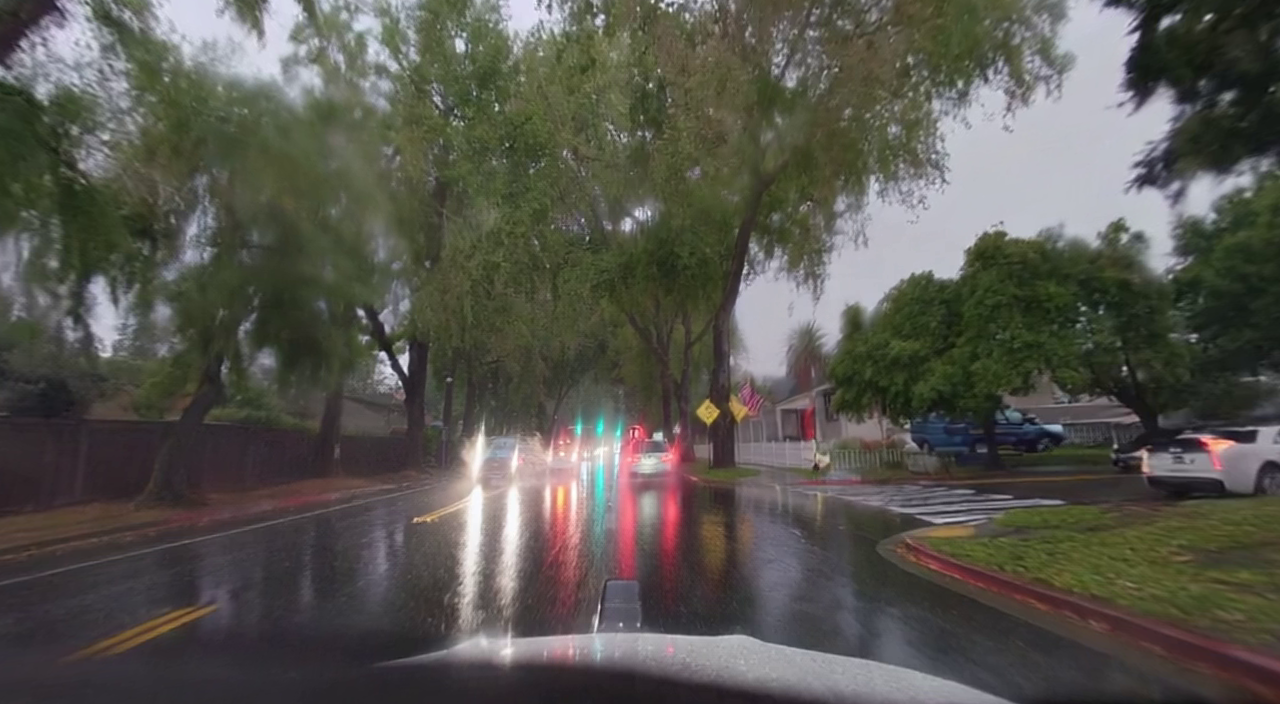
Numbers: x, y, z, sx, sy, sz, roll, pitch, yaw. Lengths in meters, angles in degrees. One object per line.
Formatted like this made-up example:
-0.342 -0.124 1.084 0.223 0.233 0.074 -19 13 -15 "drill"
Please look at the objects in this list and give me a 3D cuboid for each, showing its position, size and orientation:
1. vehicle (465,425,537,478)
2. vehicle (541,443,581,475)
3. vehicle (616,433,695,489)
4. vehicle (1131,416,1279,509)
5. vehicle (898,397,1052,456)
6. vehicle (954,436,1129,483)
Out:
-7.819 5.738 36.586 2.920 2.707 7.670 0 -9 -4 "vehicle"
-4.007 5.470 32.445 1.919 1.501 4.509 1 -9 -6 "vehicle"
0.383 3.689 21.642 2.258 1.682 4.635 0 -9 -4 "vehicle"
12.578 2.066 12.078 4.708 1.603 1.919 0 -9 0 "vehicle"
15.948 3.656 30.293 6.115 2.590 2.371 -6 -10 35 "vehicle"
12.974 3.472 20.599 4.462 1.427 1.886 0 -9 -5 "vehicle"
